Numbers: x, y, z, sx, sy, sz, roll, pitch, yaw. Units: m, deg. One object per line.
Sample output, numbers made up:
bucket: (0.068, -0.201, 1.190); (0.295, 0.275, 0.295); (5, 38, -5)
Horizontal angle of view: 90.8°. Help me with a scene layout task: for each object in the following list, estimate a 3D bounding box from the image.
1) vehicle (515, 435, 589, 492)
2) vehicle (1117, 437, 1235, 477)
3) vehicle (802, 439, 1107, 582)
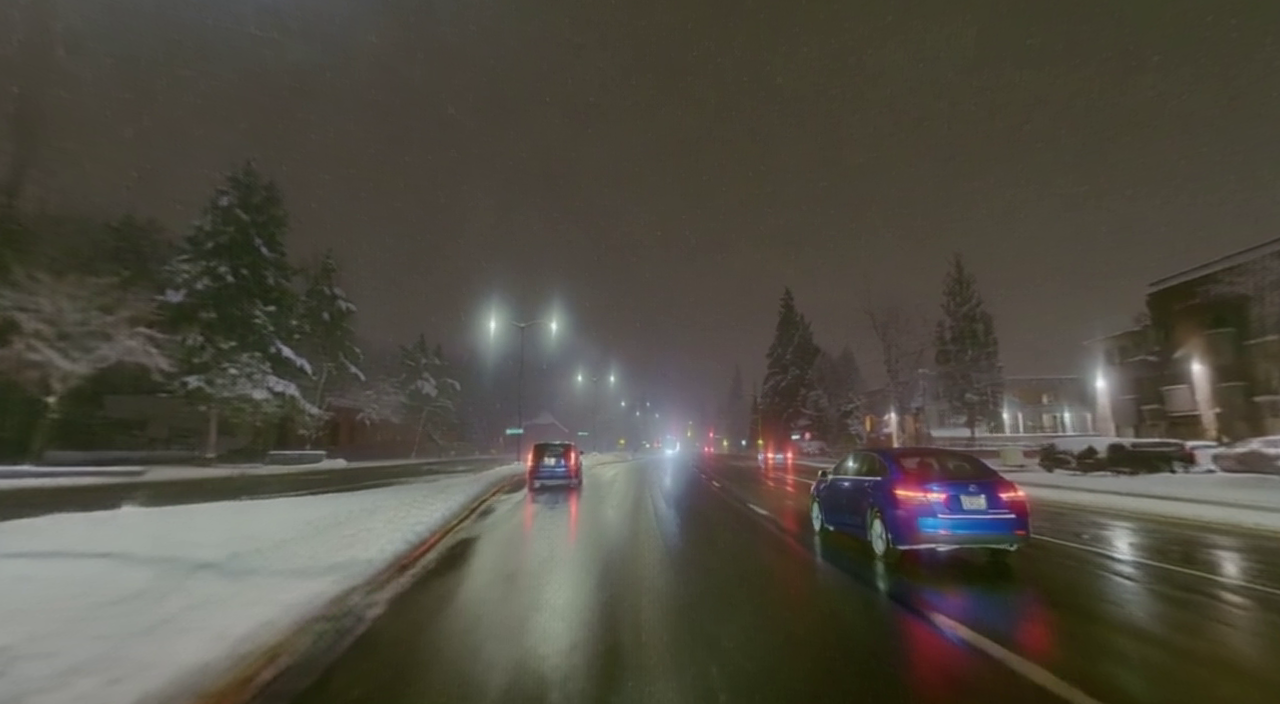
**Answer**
vehicle: (-2.824, 3.692, 21.266); (2.085, 1.693, 4.301); (0, -8, -3)
vehicle: (24.679, 4.816, 29.113); (4.286, 1.712, 1.927); (2, -9, -15)
vehicle: (3.753, 1.934, 8.631); (1.918, 1.418, 4.360); (0, -8, 0)
